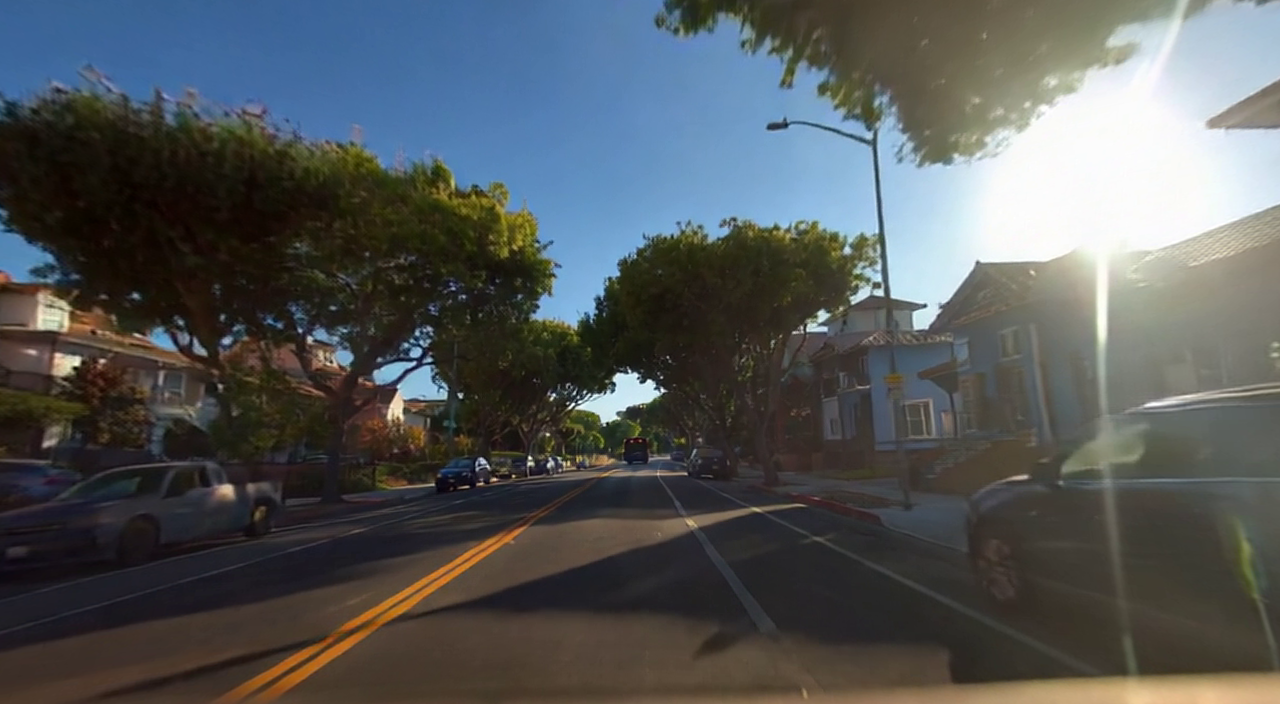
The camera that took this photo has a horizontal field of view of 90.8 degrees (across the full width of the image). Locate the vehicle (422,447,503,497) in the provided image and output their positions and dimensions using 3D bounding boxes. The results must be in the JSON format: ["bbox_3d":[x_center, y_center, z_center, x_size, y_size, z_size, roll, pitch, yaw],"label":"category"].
[{"bbox_3d":[-8.111,5.491,29.429,2.094,1.840,5.450,-6,-8,0],"label":"vehicle"}]

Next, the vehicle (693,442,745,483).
[{"bbox_3d":[4.176,5.929,34.046,2.060,1.833,4.927,5,-9,1],"label":"vehicle"}]

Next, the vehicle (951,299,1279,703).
[{"bbox_3d":[3.751,0.912,3.169,2.131,1.995,4.626,3,-8,1],"label":"vehicle"}]

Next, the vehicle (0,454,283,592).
[{"bbox_3d":[-8.226,2.580,10.341,1.921,1.494,4.884,-5,-8,1],"label":"vehicle"}]

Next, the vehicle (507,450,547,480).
[{"bbox_3d":[-7.843,7.860,44.145,1.898,1.755,4.603,-5,-8,-1],"label":"vehicle"}]

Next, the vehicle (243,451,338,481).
[{"bbox_3d":[-19.962,6.503,36.243,4.197,1.659,2.059,0,-8,0],"label":"vehicle"}]
